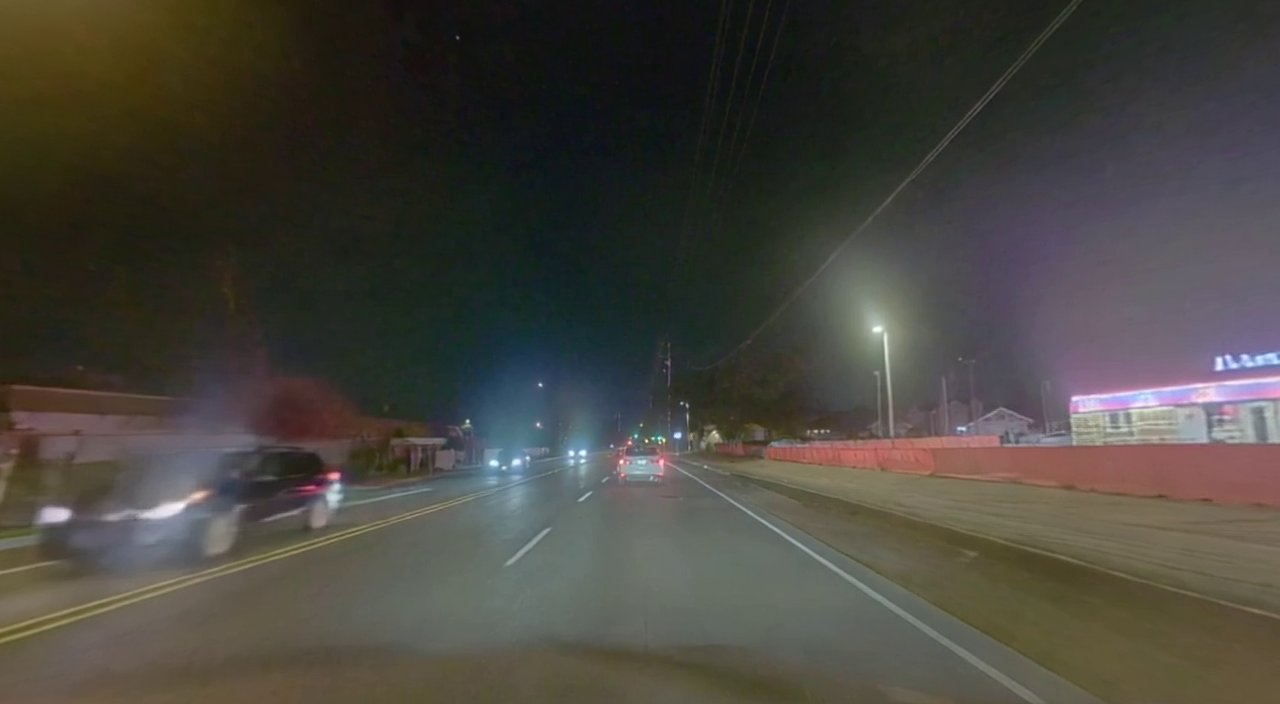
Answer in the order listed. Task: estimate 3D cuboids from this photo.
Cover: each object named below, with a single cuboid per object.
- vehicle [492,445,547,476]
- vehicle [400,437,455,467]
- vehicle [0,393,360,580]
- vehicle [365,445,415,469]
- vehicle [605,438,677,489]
[{"bbox_3d":[-6.363,5.779,33.635,1.985,1.505,4.143,-1,-9,2],"label":"vehicle"},{"bbox_3d":[-16.323,7.720,48.608,2.230,2.164,5.732,0,-8,0],"label":"vehicle"},{"bbox_3d":[-6.972,1.941,9.957,2.340,2.103,5.526,-1,-9,2],"label":"vehicle"},{"bbox_3d":[-19.263,8.093,48.513,2.050,1.714,4.619,0,-9,-2],"label":"vehicle"},{"bbox_3d":[0.028,3.633,20.790,2.144,1.514,4.063,0,-9,0],"label":"vehicle"}]
